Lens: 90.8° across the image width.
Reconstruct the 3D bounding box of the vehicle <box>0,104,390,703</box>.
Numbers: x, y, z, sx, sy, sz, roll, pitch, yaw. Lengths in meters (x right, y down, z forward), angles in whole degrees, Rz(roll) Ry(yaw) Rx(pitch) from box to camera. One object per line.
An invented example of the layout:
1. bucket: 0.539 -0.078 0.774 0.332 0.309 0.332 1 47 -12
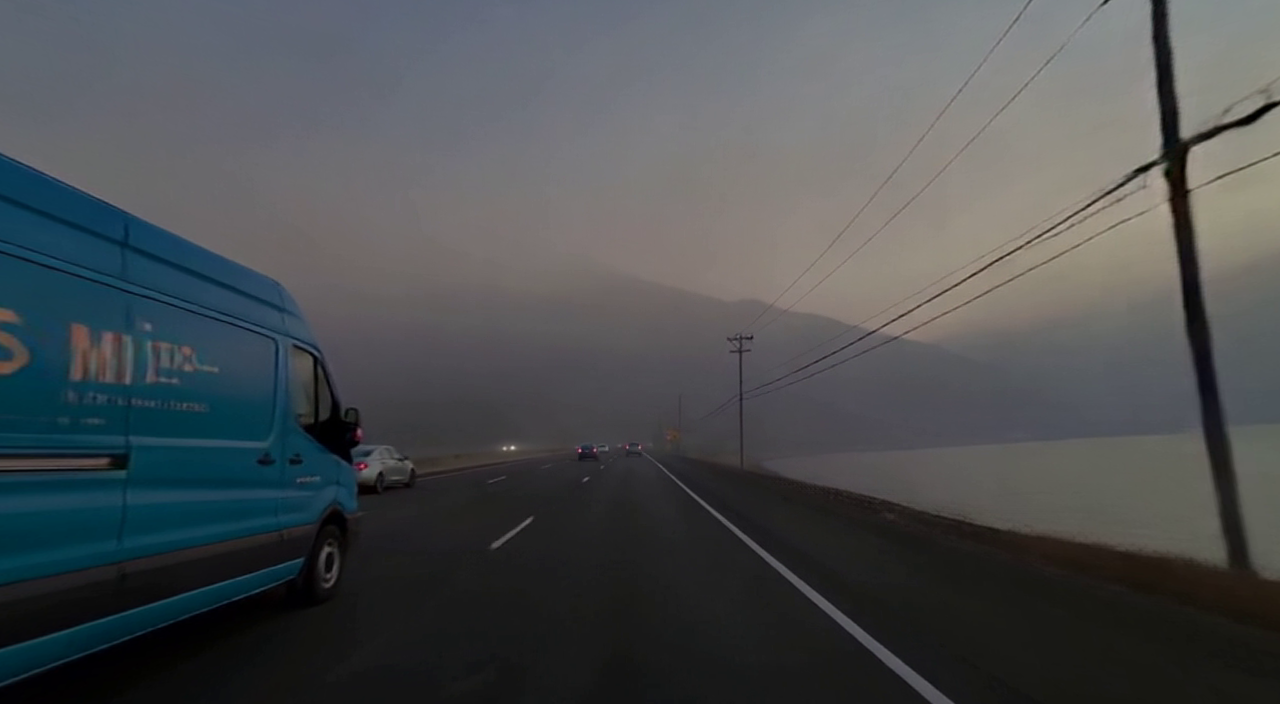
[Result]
1. vehicle: -3.826 0.463 3.288 2.331 2.757 6.581 0 -8 0
